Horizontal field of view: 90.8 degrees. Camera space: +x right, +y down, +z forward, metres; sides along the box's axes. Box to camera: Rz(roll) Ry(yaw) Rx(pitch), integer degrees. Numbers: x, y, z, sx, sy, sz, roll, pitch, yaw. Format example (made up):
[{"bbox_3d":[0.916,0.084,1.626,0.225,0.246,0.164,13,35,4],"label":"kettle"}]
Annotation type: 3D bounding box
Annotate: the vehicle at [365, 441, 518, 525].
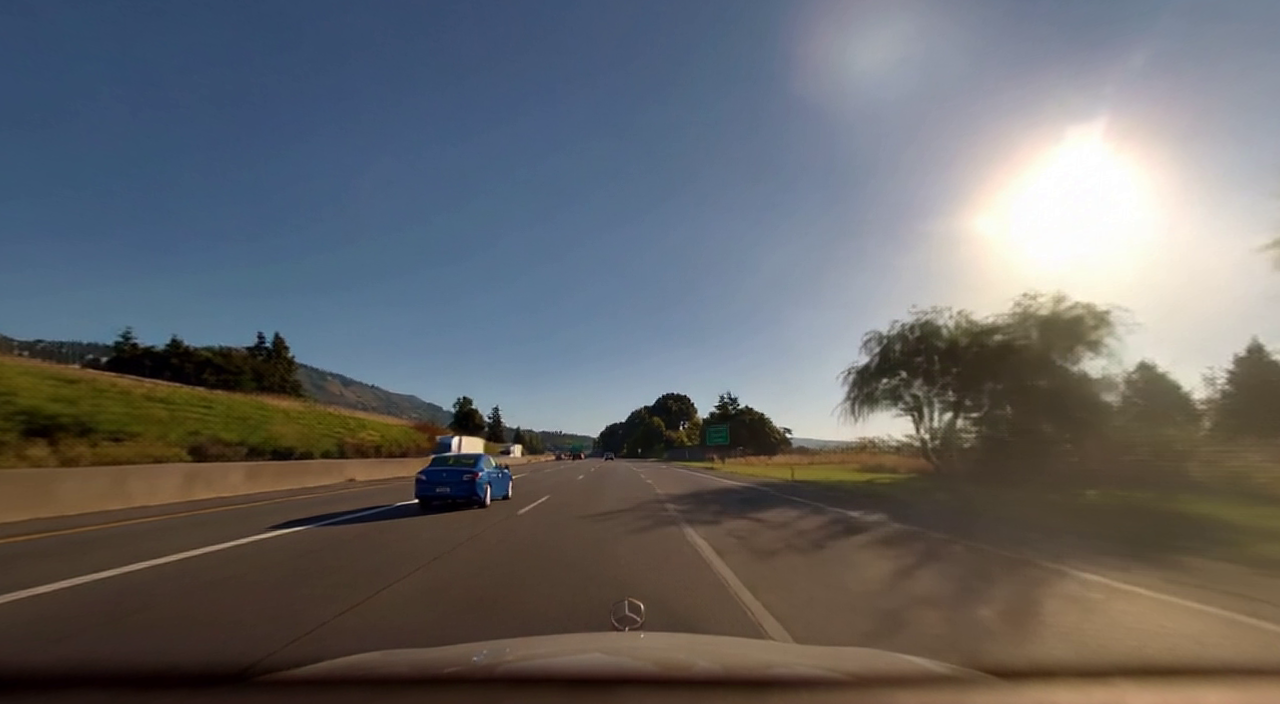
[{"bbox_3d":[-4.116,2.764,13.839,2.121,1.537,3.852,0,-9,-1],"label":"vehicle"}]
